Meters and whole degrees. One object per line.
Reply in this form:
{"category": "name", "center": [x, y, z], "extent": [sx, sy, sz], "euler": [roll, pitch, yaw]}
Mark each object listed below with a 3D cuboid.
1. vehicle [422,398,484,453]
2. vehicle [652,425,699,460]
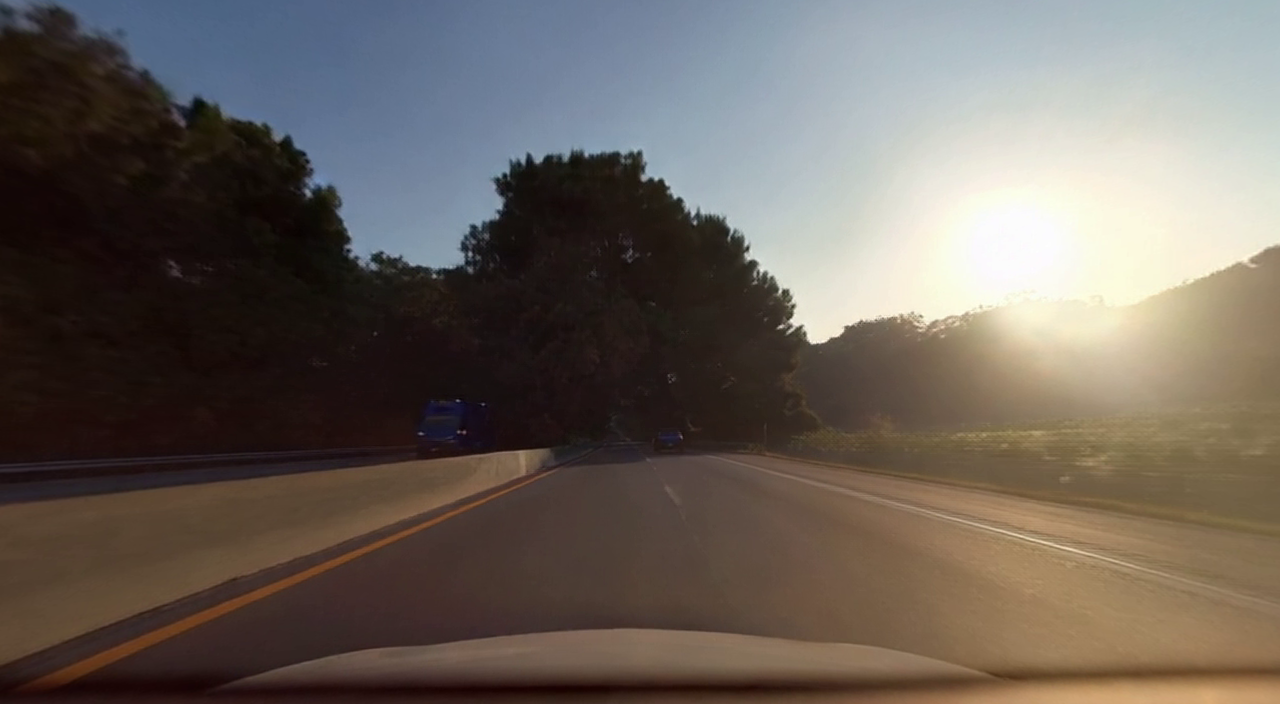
{"category": "vehicle", "center": [-14.264, 5.715, 48.577], "extent": [3.077, 3.908, 5.911], "euler": [0, -8, -2]}
{"category": "vehicle", "center": [1.925, 5.096, 35.751], "extent": [2.240, 1.801, 4.545], "euler": [0, -8, -2]}
